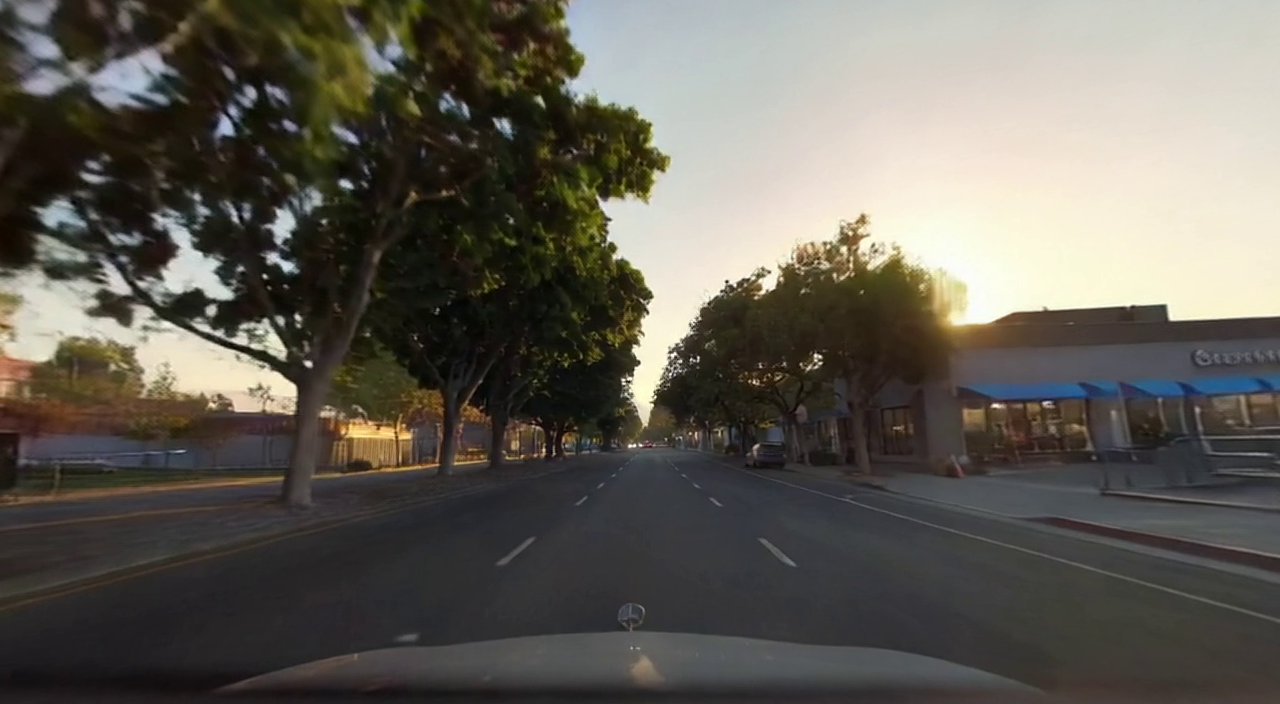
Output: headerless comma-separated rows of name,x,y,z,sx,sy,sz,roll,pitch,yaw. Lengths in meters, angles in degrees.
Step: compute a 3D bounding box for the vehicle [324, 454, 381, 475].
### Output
vehicle,-22.099,8.646,48.653,2.135,1.467,4.653,-1,-8,2
